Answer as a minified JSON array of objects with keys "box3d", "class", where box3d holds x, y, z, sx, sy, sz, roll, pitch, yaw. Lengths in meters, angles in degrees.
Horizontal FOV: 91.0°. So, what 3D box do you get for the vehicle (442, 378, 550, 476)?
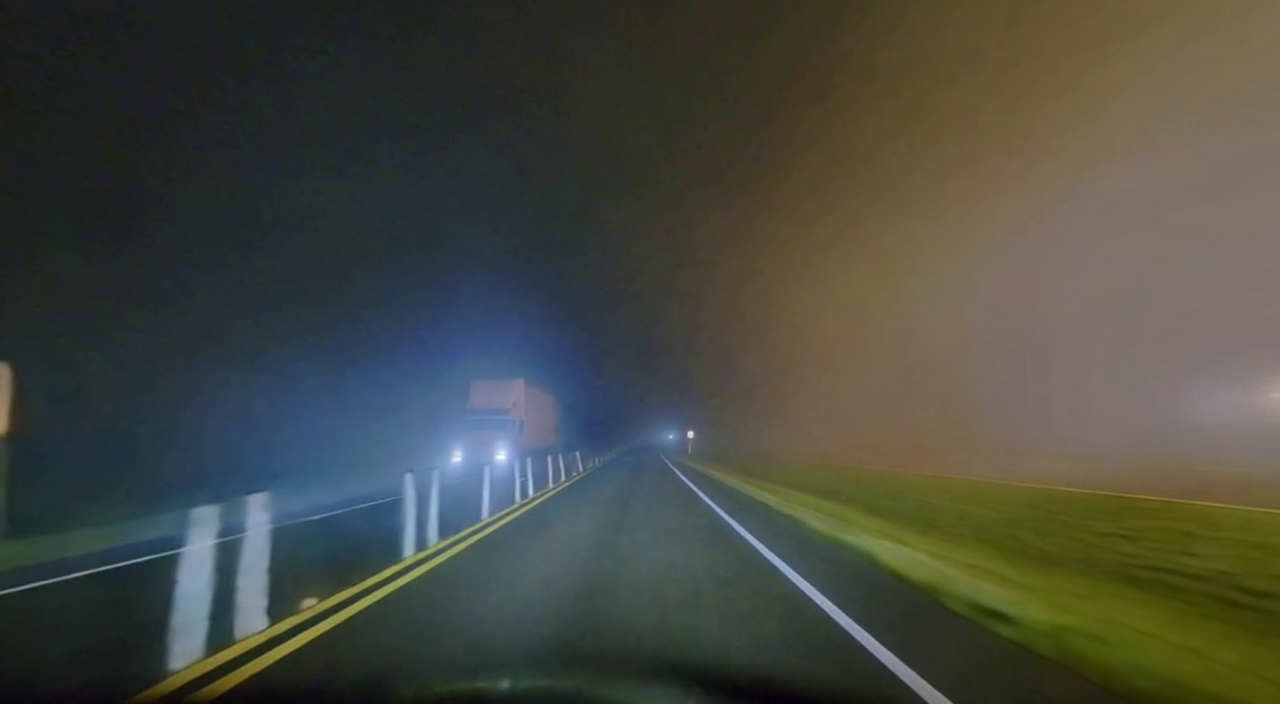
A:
[{"box3d":[-6.275,3.456,28.590,3.460,3.937,5.736,-1,-8,1],"class":"vehicle"}]
